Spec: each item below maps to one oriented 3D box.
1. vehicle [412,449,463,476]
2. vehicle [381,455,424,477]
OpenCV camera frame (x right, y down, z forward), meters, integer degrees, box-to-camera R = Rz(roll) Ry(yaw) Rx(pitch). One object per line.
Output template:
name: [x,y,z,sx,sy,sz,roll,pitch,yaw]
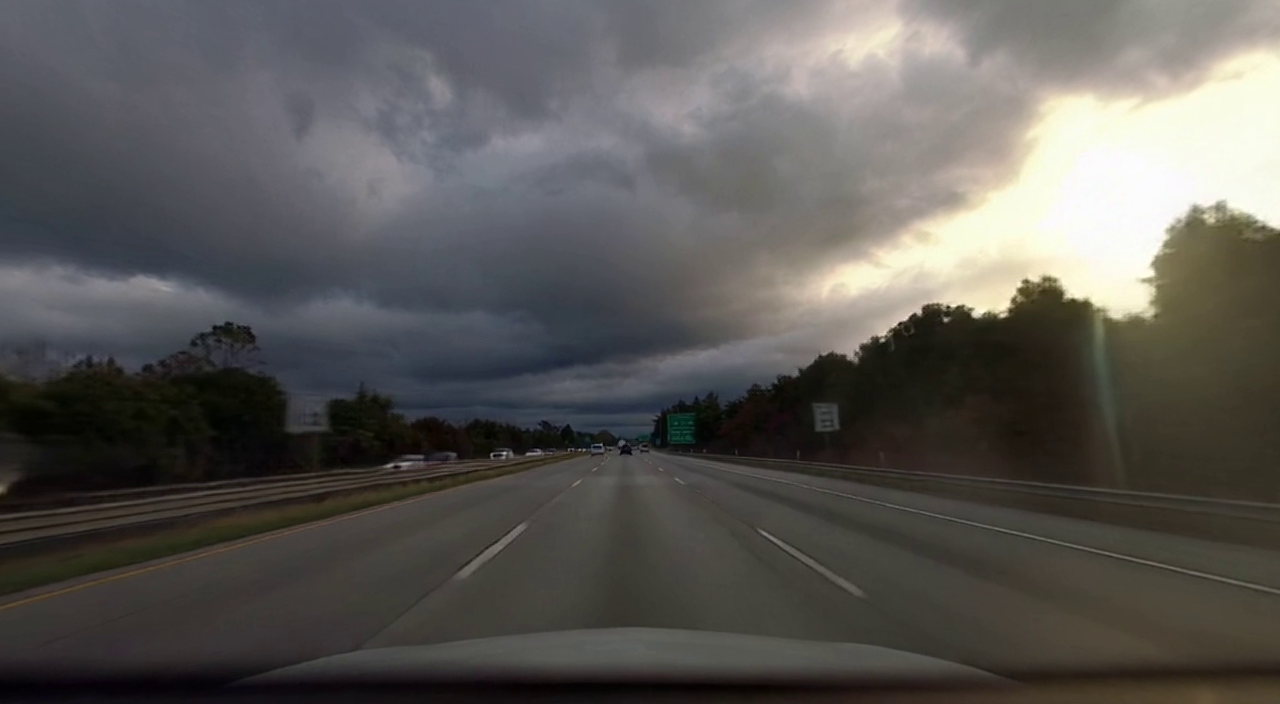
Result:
vehicle: [-13.426,7.365,41.904,1.957,1.657,4.329,0,-9,0]
vehicle: [-18.318,8.764,48.451,1.805,1.548,4.020,0,-9,-1]
